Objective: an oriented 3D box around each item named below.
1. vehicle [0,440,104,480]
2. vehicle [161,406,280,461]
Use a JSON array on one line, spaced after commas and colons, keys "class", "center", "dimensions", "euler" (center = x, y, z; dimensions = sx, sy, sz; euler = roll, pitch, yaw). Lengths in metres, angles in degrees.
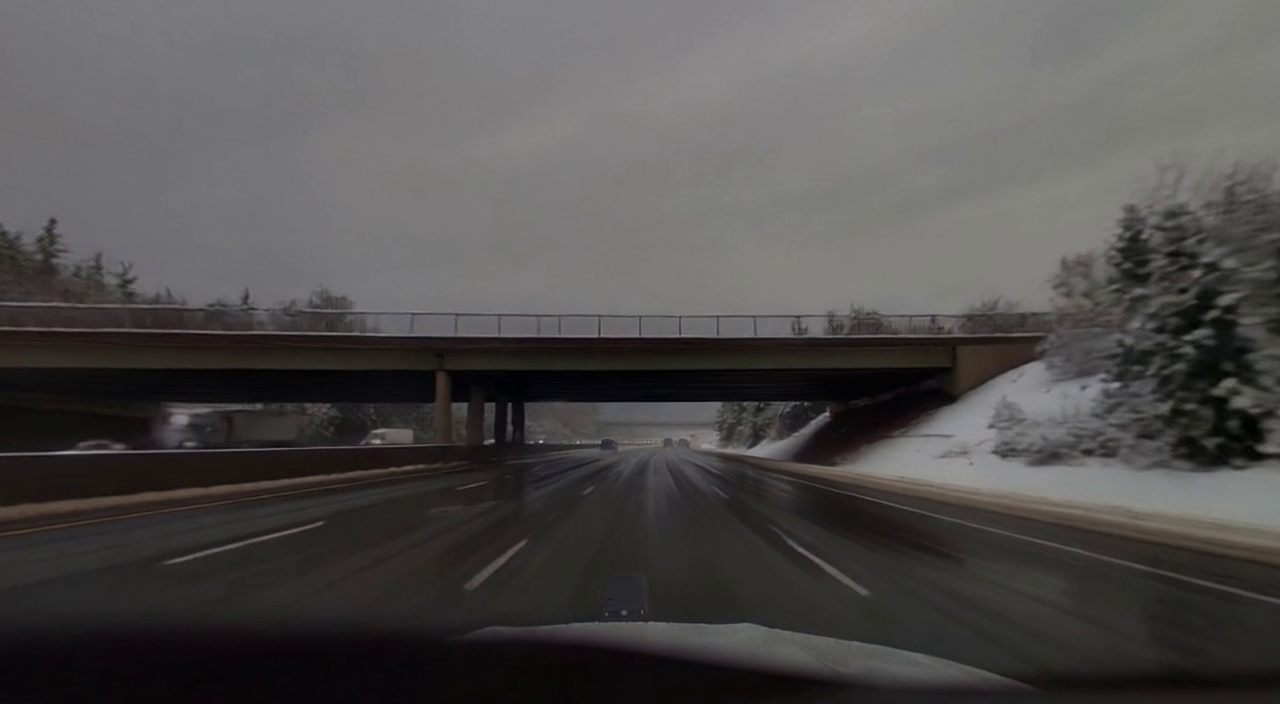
[{"class": "vehicle", "center": [-24.627, 4.318, 25.467], "dimensions": [1.805, 1.456, 4.597], "euler": [0, -9, 1]}, {"class": "vehicle", "center": [-31.633, 6.311, 48.153], "dimensions": [2.915, 3.769, 8.545], "euler": [0, -9, 1]}]
